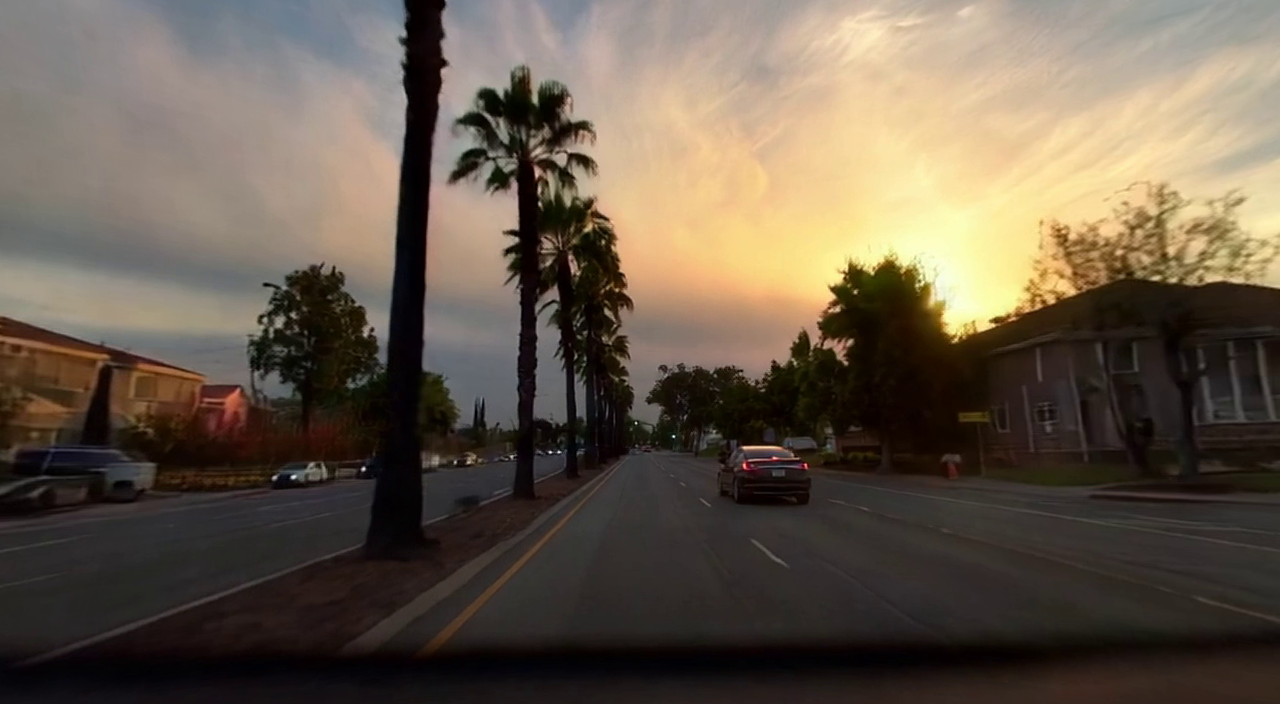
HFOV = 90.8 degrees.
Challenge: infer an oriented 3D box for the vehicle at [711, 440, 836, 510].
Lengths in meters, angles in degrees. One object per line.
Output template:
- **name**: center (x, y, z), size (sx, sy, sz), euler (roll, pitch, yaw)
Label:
- **vehicle**: center (3.134, 2.997, 15.951), size (1.989, 1.492, 4.689), euler (0, -9, -2)

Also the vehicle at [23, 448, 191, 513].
- **vehicle**: center (-19.155, 4.613, 23.078), size (1.987, 1.998, 4.642), euler (-4, -10, 1)

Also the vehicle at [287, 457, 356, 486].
- **vehicle**: center (-18.874, 7.078, 37.714), size (1.811, 1.539, 4.560), euler (0, -9, -1)

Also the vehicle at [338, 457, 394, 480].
- **vehicle**: center (-18.670, 7.928, 43.210), size (1.828, 1.472, 4.464), euler (0, -9, 0)

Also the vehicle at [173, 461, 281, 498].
- **vehicle**: center (-19.054, 5.884, 29.452), size (1.848, 1.432, 4.662), euler (0, -9, 1)

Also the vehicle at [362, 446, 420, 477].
- **vehicle**: center (-19.078, 8.427, 48.742), size (2.344, 2.232, 5.170), euler (0, -9, 0)
